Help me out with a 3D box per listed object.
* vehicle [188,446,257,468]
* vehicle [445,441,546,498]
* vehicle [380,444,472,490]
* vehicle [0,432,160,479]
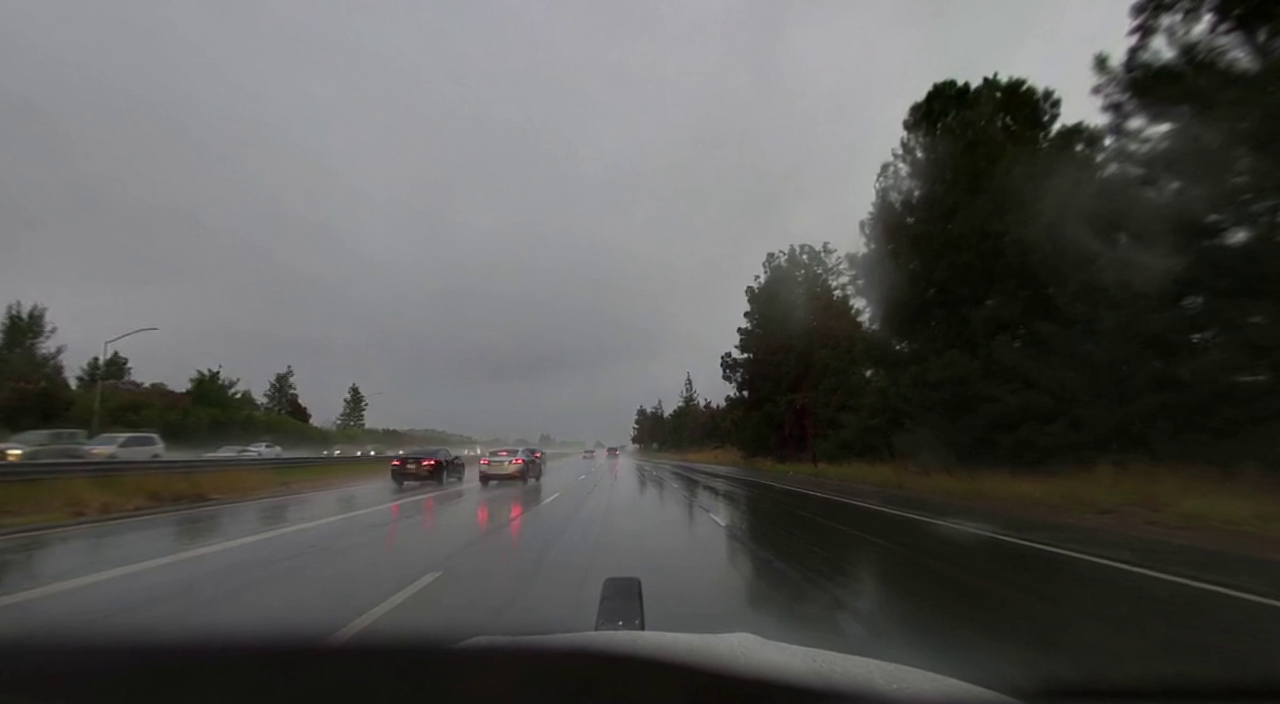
[{"bbox_3d":[-29.461,7.397,44.761,1.836,1.450,4.553,0,-9,-2],"label":"vehicle"},{"bbox_3d":[-4.262,3.541,19.436,2.073,1.516,4.478,0,-9,0],"label":"vehicle"},{"bbox_3d":[-7.854,4.245,23.683,2.023,1.519,4.150,0,-9,0],"label":"vehicle"},{"bbox_3d":[-24.677,4.570,28.083,2.221,1.861,5.703,0,-9,-1],"label":"vehicle"}]
